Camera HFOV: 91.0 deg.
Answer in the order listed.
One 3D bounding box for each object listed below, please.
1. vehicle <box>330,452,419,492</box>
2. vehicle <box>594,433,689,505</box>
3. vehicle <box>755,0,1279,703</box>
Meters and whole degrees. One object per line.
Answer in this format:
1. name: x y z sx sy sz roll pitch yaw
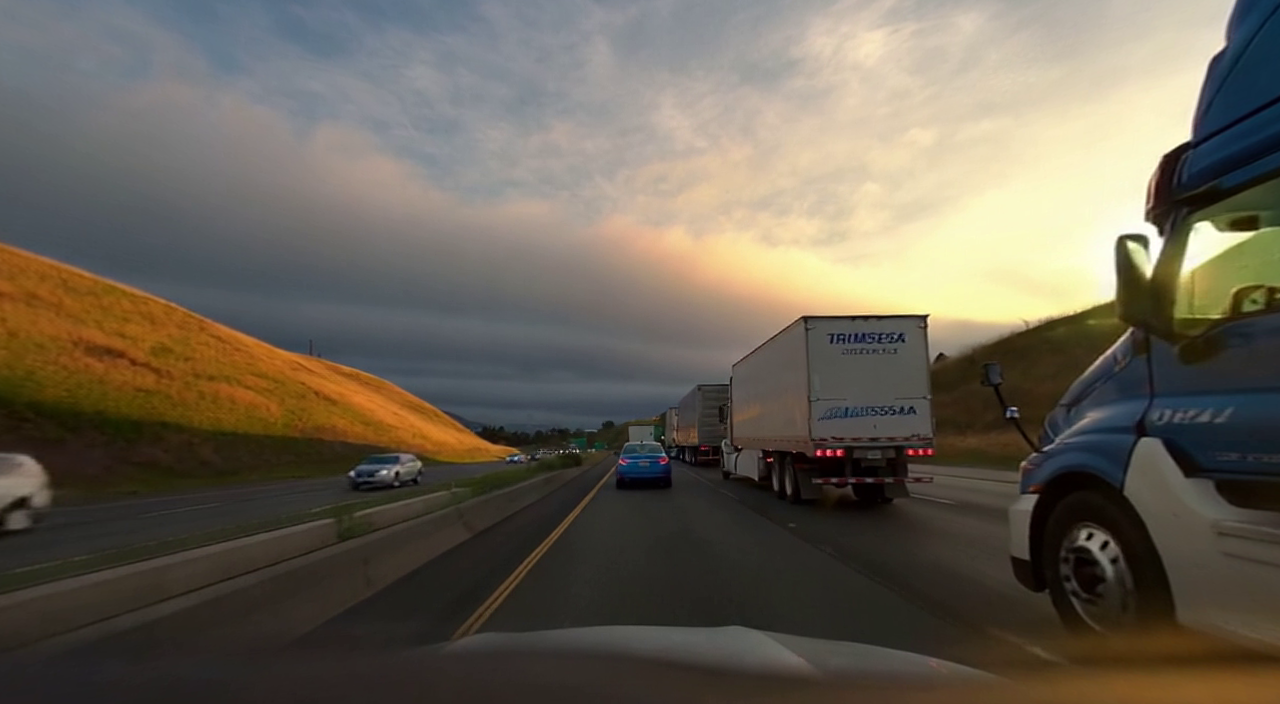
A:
1. vehicle: -11.169 5.040 26.855 1.951 1.464 4.370 -1 -8 -1
2. vehicle: 0.008 2.785 15.445 2.045 1.507 3.763 -1 -8 -1
3. vehicle: 4.384 0.041 6.495 3.410 4.438 14.410 0 -8 -1
